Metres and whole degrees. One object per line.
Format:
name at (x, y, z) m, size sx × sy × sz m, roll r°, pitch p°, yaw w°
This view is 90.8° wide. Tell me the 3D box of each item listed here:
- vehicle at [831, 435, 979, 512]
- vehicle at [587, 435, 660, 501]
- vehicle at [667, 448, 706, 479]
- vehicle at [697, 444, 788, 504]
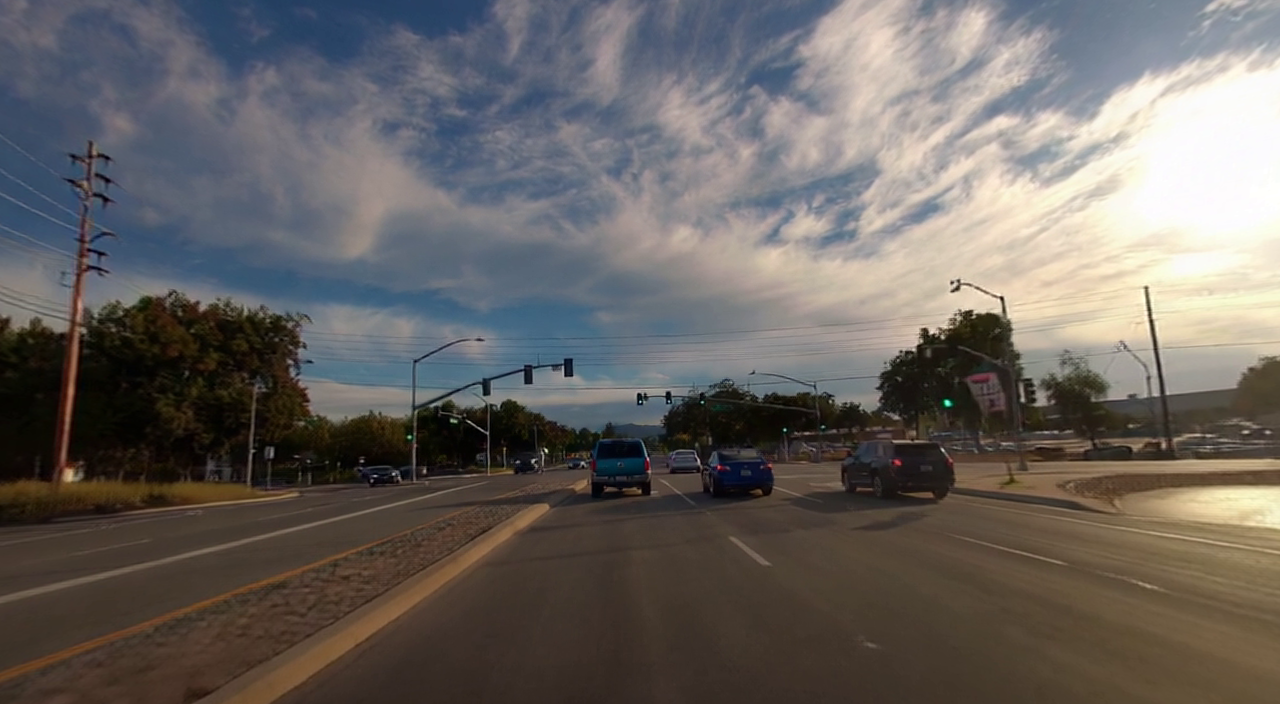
vehicle at (6.781, 3.129, 16.797) m, size 1.929 × 1.753 × 4.396 m, roll 0°, pitch -9°, yaw -1°
vehicle at (-0.561, 3.927, 21.797) m, size 2.231 × 1.998 × 4.254 m, roll 0°, pitch -9°, yaw -1°
vehicle at (2.759, 6.764, 38.606) m, size 1.915 × 1.765 × 4.047 m, roll 0°, pitch -9°, yaw -2°
vehicle at (2.961, 3.631, 19.282) m, size 1.880 × 1.579 × 4.401 m, roll 0°, pitch -9°, yaw -2°
